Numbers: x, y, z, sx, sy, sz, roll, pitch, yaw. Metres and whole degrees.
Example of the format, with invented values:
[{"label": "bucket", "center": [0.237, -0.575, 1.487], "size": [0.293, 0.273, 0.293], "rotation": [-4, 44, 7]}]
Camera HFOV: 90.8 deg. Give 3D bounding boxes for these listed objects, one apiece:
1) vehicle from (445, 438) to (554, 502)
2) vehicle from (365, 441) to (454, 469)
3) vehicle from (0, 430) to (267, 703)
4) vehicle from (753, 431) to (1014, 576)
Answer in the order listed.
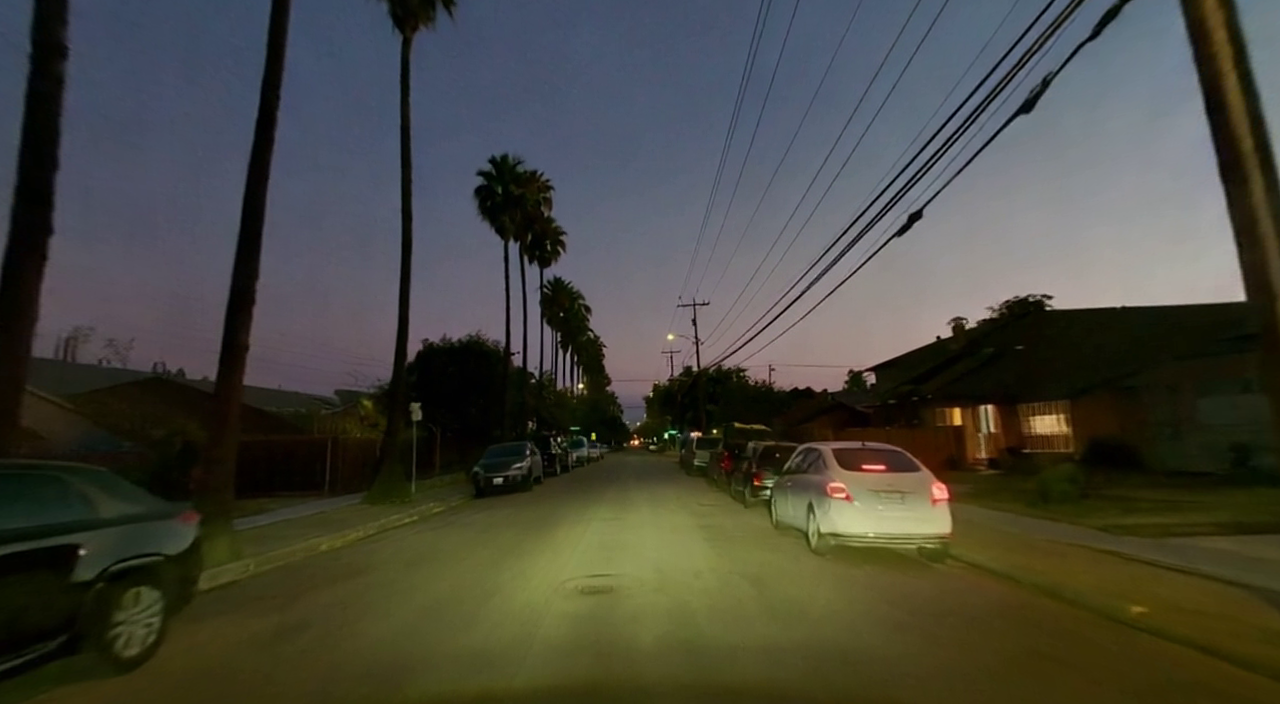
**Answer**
[{"label": "vehicle", "center": [-3.975, 3.415, 18.760], "size": [2.123, 1.636, 4.481], "rotation": [0, -8, 1]}, {"label": "vehicle", "center": [-12.921, 5.788, 35.515], "size": [4.300, 1.489, 1.850], "rotation": [-2, -9, 13]}, {"label": "vehicle", "center": [-4.059, 1.127, 2.811], "size": [1.814, 1.548, 4.802], "rotation": [0, -8, 1]}, {"label": "vehicle", "center": [2.858, 1.848, 8.525], "size": [1.881, 1.460, 4.007], "rotation": [0, -8, 0]}]
